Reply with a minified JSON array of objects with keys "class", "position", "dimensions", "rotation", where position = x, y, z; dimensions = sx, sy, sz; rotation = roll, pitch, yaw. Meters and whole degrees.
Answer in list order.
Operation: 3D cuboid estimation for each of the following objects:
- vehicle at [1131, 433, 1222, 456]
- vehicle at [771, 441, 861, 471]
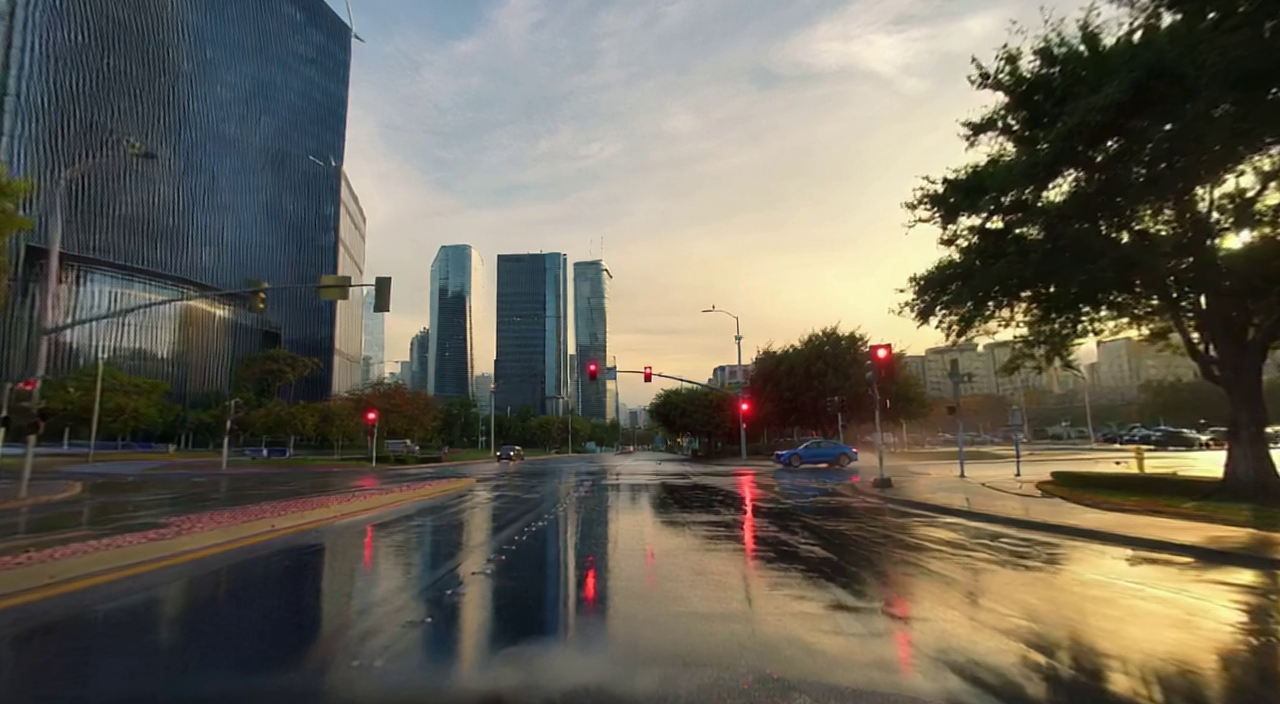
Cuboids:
[{"class":"vehicle","position":[40.798,7.061,47.954],"dimensions":[4.625,1.741,2.395],"rotation":[0,-9,3]},{"class":"vehicle","position":[9.520,5.639,34.252],"dimensions":[4.218,1.572,2.065],"rotation":[1,-9,-3]}]
